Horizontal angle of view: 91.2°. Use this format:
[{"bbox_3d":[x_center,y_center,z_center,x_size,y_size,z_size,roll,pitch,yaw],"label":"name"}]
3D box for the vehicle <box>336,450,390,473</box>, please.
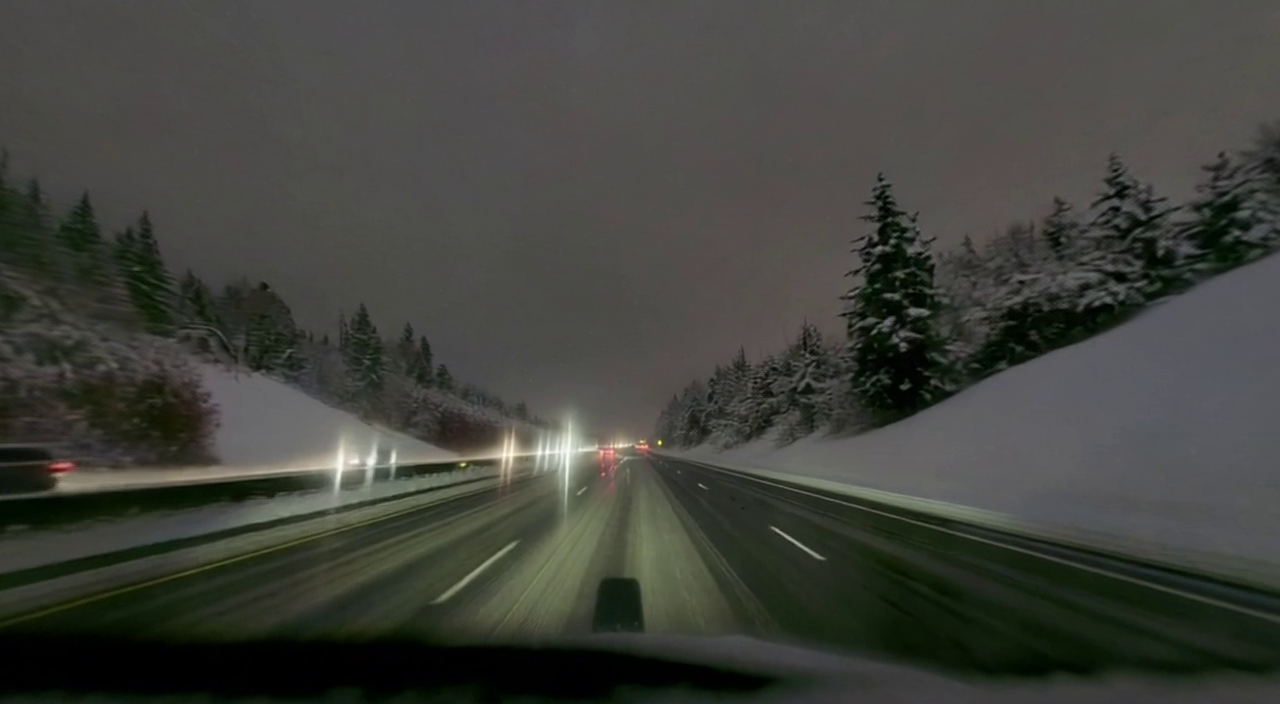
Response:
[{"bbox_3d":[-19.168,7.566,43.529,1.814,1.465,4.024,0,-9,1],"label":"vehicle"}]
